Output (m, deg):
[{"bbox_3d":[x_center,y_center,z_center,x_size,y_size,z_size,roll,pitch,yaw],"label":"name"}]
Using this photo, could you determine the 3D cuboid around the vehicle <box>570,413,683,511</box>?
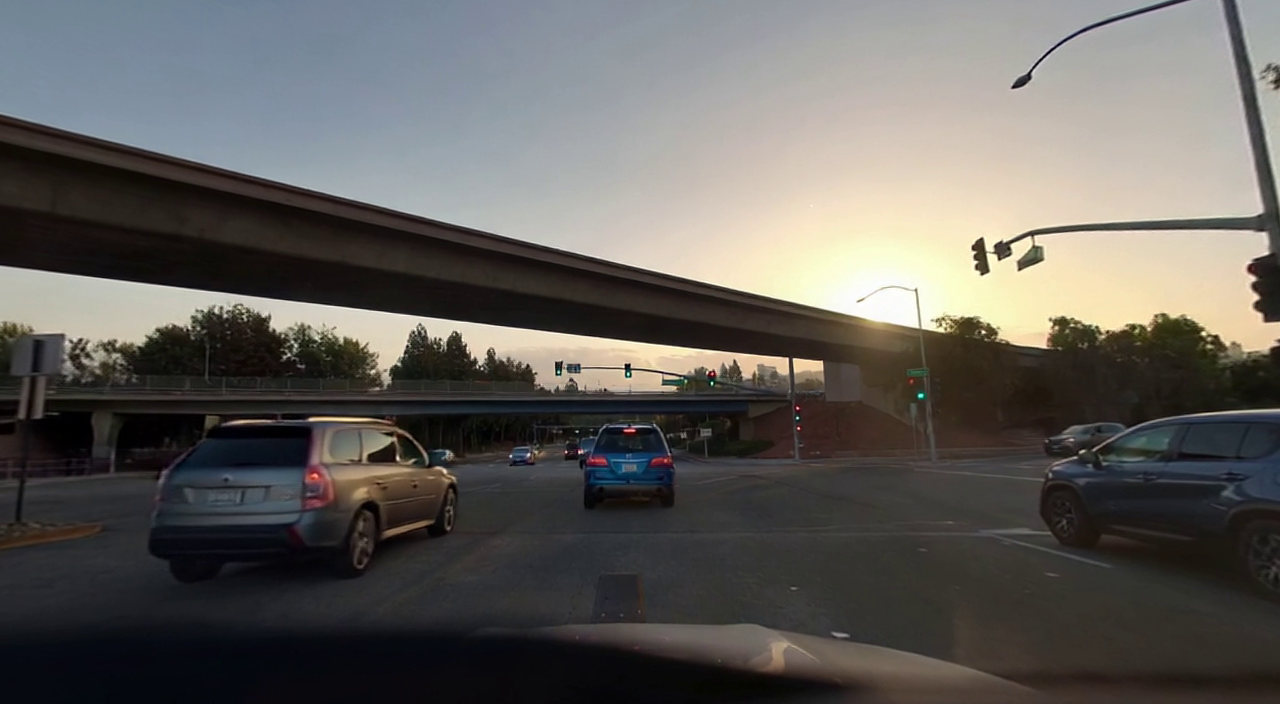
[{"bbox_3d":[-0.349,2.623,15.498,2.342,2.026,4.642,0,-8,-2],"label":"vehicle"}]

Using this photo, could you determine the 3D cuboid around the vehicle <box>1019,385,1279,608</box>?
[{"bbox_3d":[6.218,1.351,6.370,2.074,1.785,4.320,0,-8,0],"label":"vehicle"}]

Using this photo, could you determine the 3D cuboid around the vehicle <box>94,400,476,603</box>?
[{"bbox_3d":[-3.749,1.661,7.978,2.060,1.768,4.681,0,-8,0],"label":"vehicle"}]
